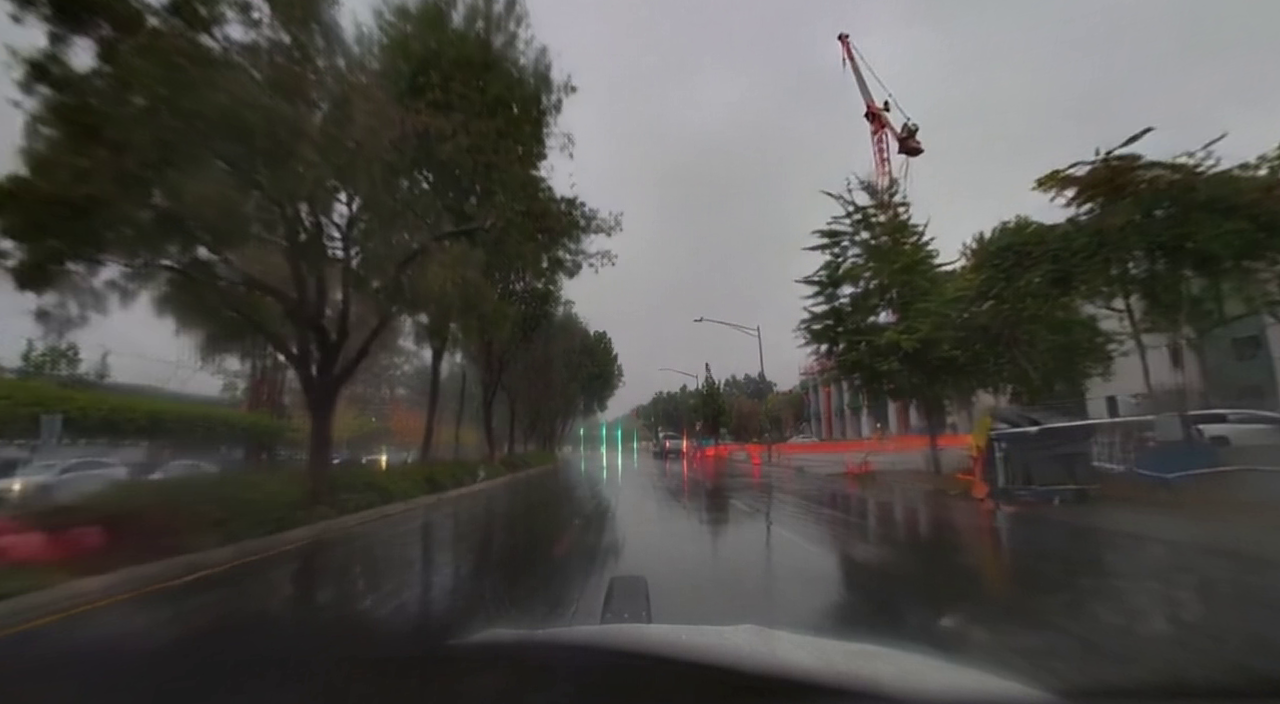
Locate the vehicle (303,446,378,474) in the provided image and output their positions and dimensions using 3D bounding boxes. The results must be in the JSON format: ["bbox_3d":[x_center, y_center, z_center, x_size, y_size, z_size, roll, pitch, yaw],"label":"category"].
[{"bbox_3d":[-22.352,8.047,47.357,2.328,1.918,5.628,-1,-8,6],"label":"vehicle"}]

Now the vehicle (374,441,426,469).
[{"bbox_3d":[-18.638,8.013,49.212,2.286,2.069,5.077,0,-8,-4],"label":"vehicle"}]

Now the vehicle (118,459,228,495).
[{"bbox_3d":[-22.299,5.961,30.375,1.863,1.470,4.526,0,-8,-1],"label":"vehicle"}]

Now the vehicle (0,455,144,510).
[{"bbox_3d":[-21.940,4.866,24.107,1.941,1.743,5.264,0,-8,-4],"label":"vehicle"}]
